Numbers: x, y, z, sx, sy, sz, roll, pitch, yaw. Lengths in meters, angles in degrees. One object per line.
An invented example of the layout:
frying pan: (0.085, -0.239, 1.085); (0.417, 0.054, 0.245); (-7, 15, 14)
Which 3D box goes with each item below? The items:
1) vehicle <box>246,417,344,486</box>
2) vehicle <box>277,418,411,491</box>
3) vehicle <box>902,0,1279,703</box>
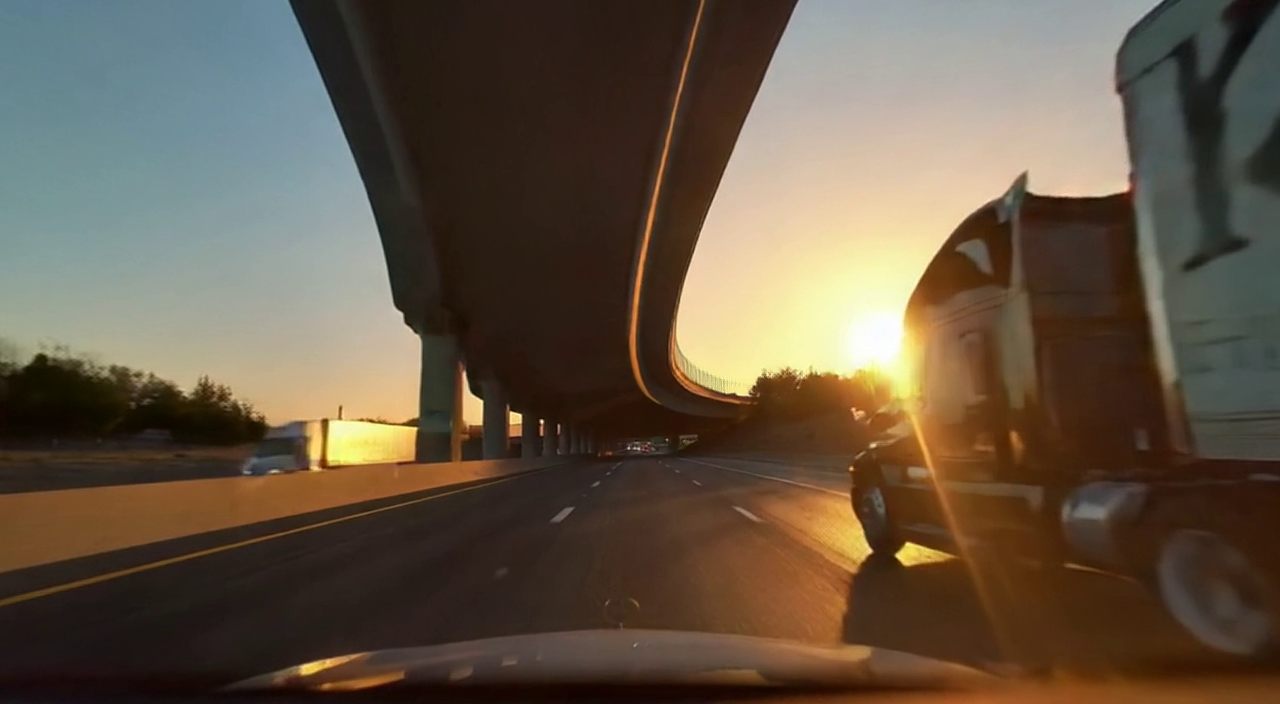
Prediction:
vehicle: (-20.448, 5.931, 37.592); (3.053, 3.842, 4.764); (0, -9, -1)
vehicle: (-20.589, 7.333, 45.386); (3.091, 4.397, 13.932); (0, -9, -1)
vehicle: (4.433, 0.003, 3.696); (3.016, 3.938, 5.838); (0, -9, -1)
